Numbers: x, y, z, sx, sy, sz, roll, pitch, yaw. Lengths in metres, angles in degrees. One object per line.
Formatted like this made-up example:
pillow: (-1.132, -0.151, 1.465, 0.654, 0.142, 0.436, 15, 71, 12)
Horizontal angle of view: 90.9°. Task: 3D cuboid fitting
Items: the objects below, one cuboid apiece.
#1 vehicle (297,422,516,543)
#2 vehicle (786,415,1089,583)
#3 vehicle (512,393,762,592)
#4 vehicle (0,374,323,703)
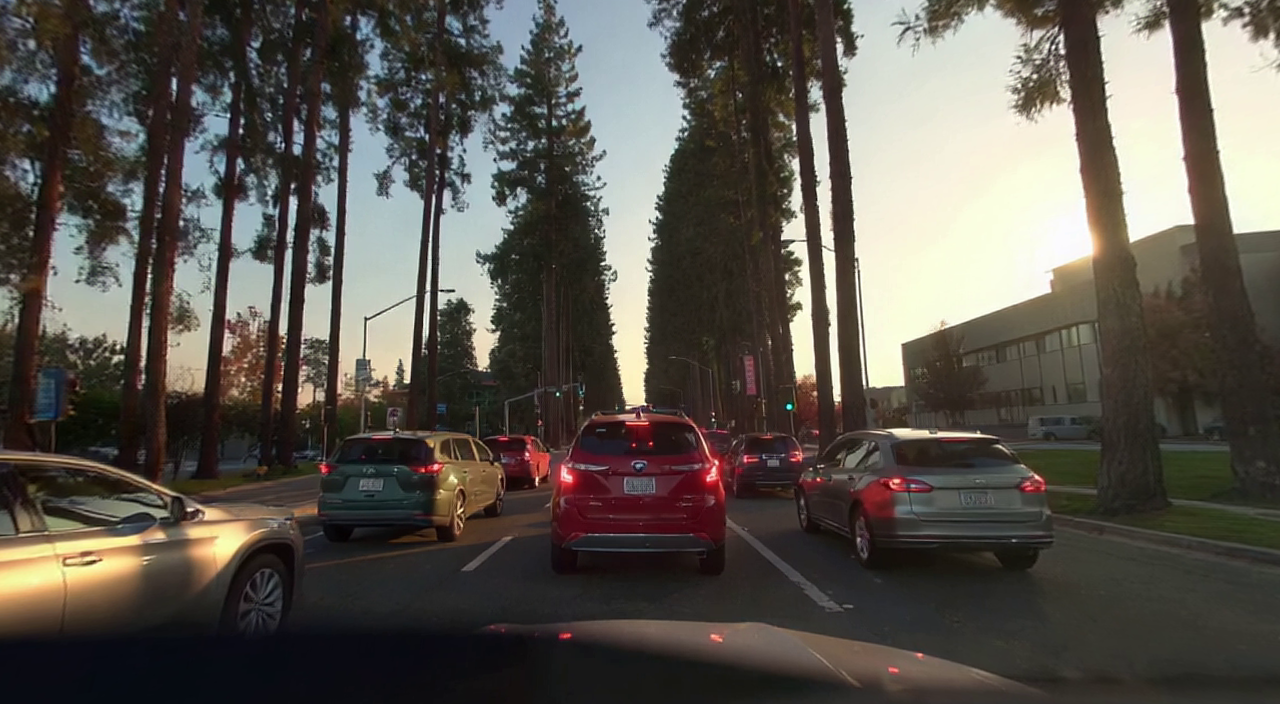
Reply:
vehicle: (-3.656, 2.122, 10.911, 2.042, 1.641, 4.314, 0, -8, 1)
vehicle: (3.256, 1.668, 7.865, 1.922, 1.579, 3.642, 0, -8, -1)
vehicle: (-0.006, 1.538, 7.656, 2.193, 1.744, 4.033, 0, -8, 1)
vehicle: (-3.781, 0.998, 3.282, 1.929, 1.641, 4.193, 0, -8, 2)
